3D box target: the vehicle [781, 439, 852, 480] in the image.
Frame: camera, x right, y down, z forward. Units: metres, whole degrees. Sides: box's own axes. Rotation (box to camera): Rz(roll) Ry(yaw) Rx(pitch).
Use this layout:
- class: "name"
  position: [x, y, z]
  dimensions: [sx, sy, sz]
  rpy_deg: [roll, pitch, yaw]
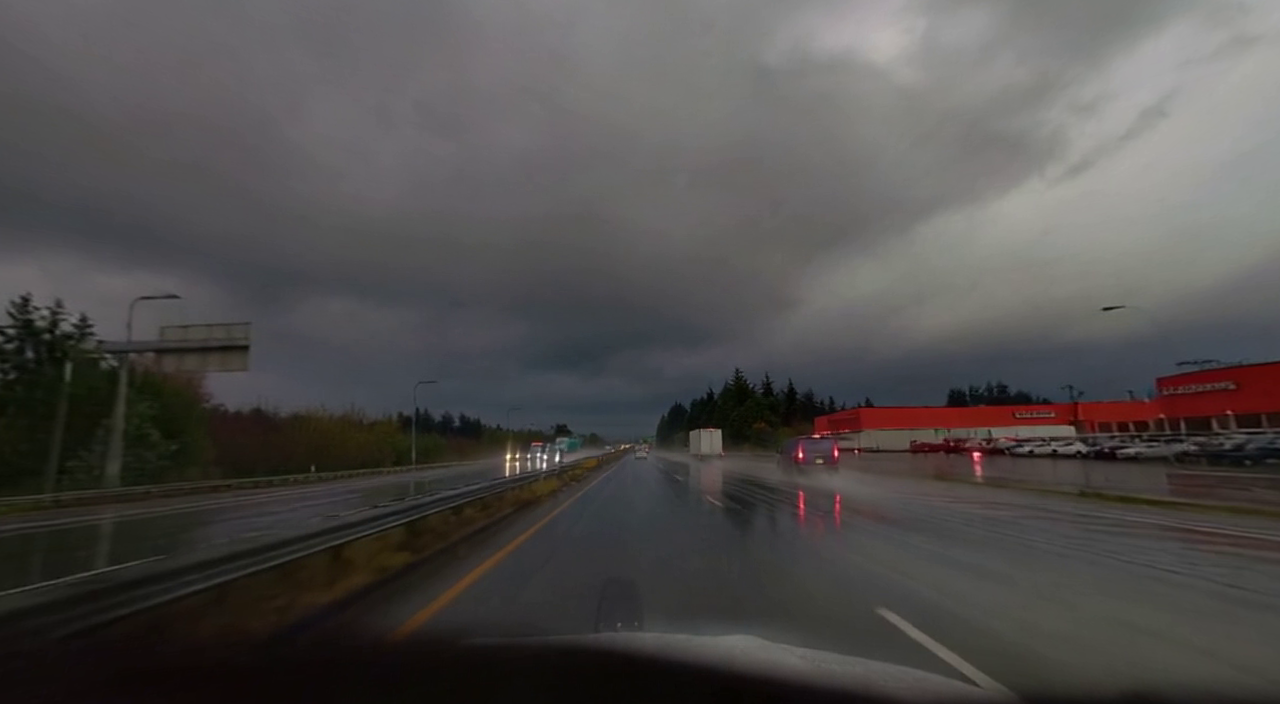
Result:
- class: "vehicle"
  position: [8.912, 5.483, 32.272]
  dimensions: [2.156, 1.943, 5.010]
  rpy_deg: [0, -9, 0]
